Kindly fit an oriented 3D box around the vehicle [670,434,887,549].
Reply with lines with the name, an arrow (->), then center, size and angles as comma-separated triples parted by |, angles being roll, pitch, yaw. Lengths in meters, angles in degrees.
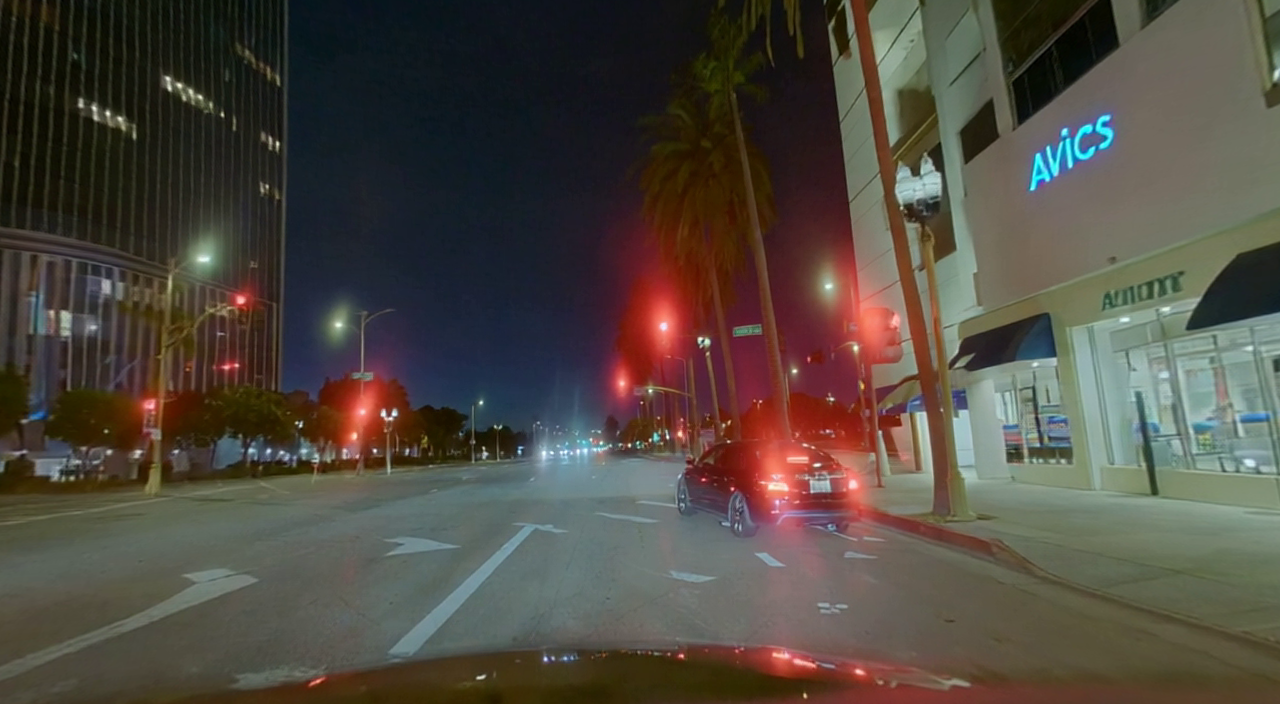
vehicle -> 1.954, 2.160, 10.654 | 2.090, 1.466, 4.676 | 1, -8, -7
